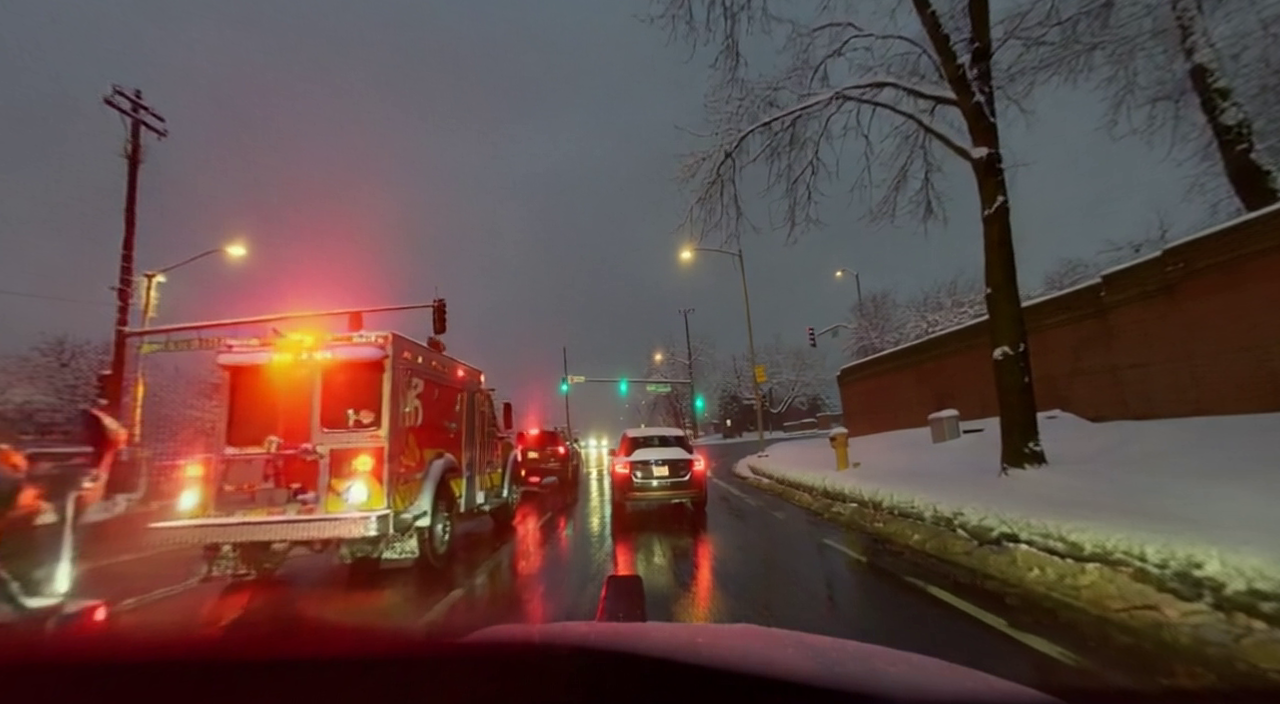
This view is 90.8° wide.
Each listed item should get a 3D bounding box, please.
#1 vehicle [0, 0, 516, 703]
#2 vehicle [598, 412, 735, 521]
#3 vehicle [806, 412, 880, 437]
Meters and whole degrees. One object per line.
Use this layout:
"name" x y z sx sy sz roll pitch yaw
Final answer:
"vehicle" -3.632 0.108 3.291 3.631 3.655 12.773 0 -8 -1
"vehicle" 0.298 2.313 13.286 2.332 1.831 4.930 0 -8 -4
"vehicle" 14.547 5.230 45.326 4.528 1.704 2.073 2 -9 -13
